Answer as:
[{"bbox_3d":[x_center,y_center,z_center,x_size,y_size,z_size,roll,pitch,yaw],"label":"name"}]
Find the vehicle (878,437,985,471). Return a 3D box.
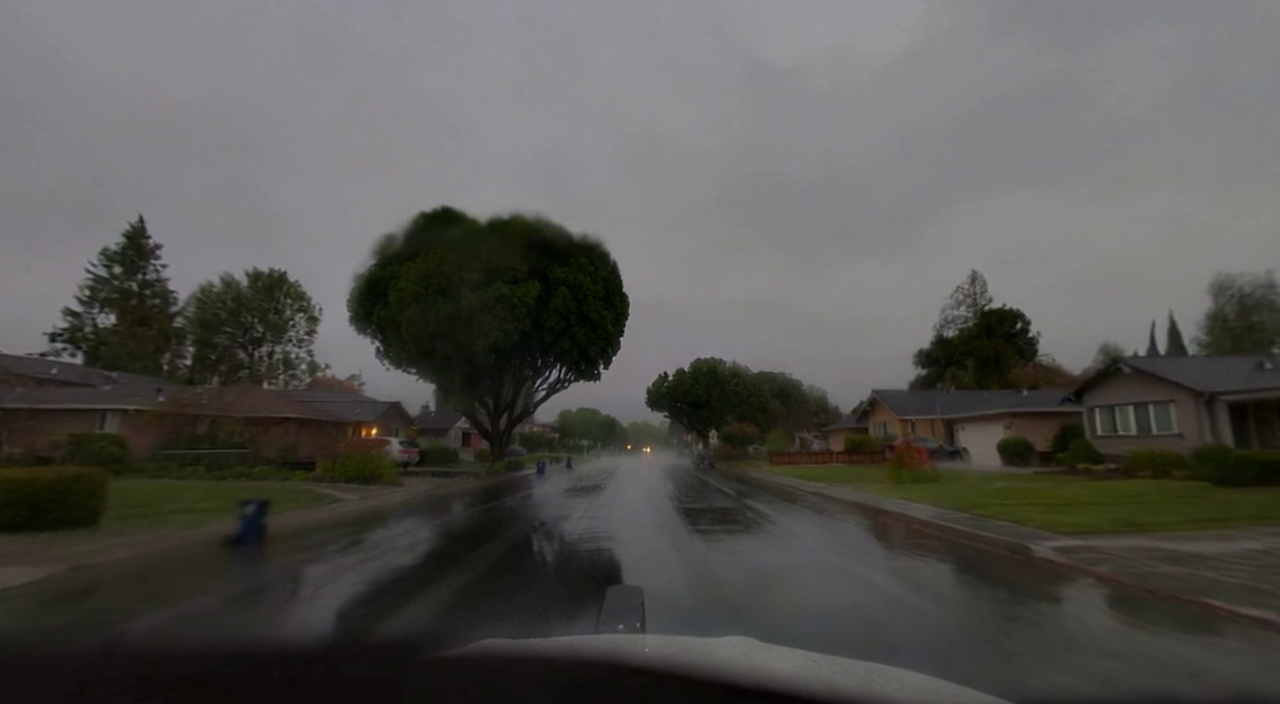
[{"bbox_3d":[14.280,4.964,31.001,4.391,1.555,1.953,1,-7,-12],"label":"vehicle"}]

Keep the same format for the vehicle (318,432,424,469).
[{"bbox_3d":[-15.257,5.661,35.972,5.003,1.805,2.041,10,-13,-37],"label":"vehicle"}]

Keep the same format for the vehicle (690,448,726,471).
[{"bbox_3d":[4.692,7.479,44.134,1.893,1.454,4.219,0,-9,-1],"label":"vehicle"}]
